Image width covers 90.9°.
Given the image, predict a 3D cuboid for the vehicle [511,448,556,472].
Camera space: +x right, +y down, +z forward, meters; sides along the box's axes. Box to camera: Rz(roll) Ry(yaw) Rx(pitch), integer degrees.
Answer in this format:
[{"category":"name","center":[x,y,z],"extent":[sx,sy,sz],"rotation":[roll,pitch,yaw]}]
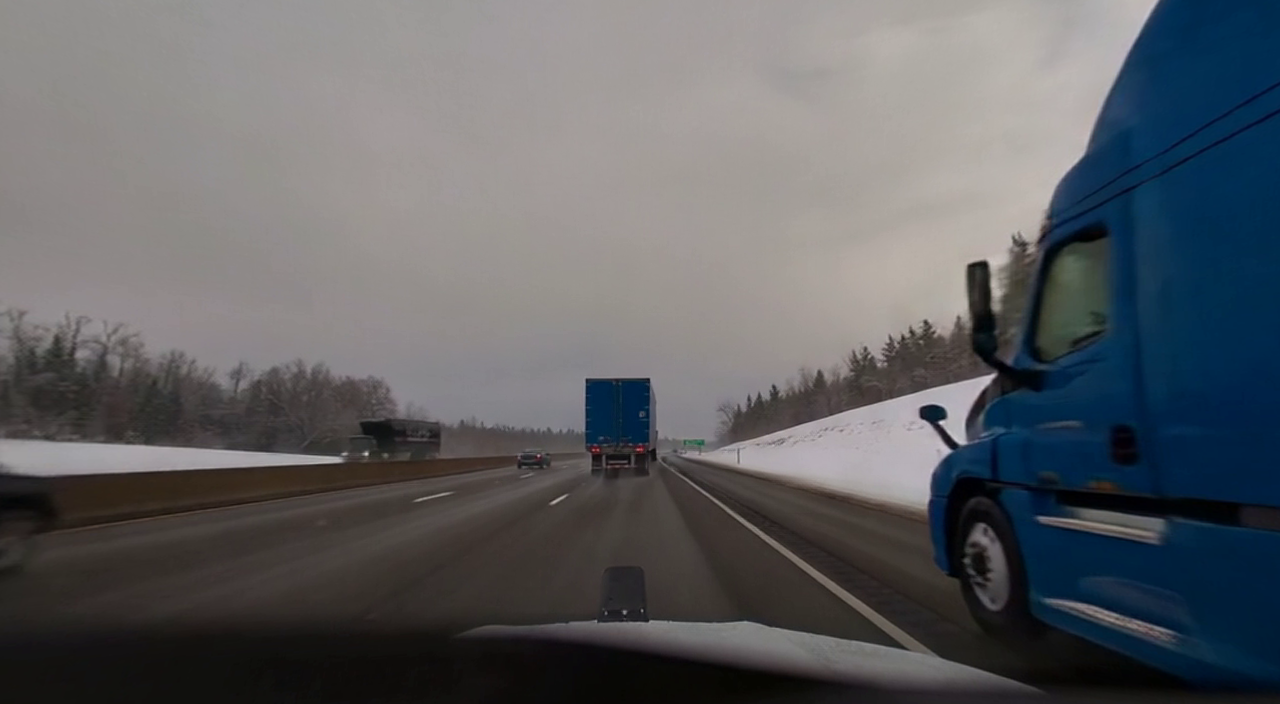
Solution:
[{"category":"vehicle","center":[-6.660,6.788,39.827],"extent":[1.967,1.420,4.473],"rotation":[0,-9,1]}]

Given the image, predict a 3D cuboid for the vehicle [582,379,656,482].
[{"category":"vehicle","center":[-0.674,4.226,32.512],"extent":[2.851,4.098,14.436],"rotation":[-1,-9,2]}]
